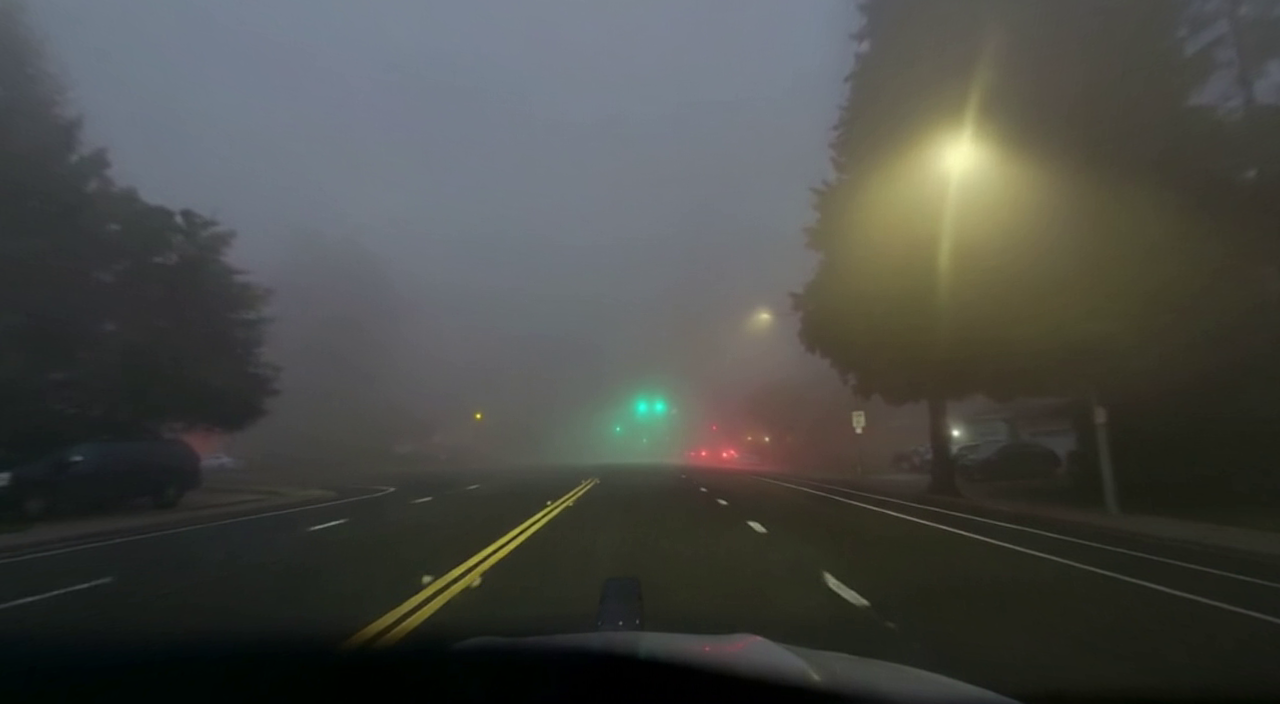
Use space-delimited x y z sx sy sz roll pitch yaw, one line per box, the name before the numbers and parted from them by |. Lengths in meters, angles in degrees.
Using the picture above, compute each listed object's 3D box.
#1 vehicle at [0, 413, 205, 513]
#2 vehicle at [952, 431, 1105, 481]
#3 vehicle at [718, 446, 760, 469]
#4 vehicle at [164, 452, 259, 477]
vehicle | -15.566 2.927 17.298 2.653 2.232 6.273 0 -8 2
vehicle | 15.576 4.151 25.525 4.739 1.667 1.998 -3 -7 0
vehicle | 7.116 7.620 45.757 1.951 1.528 4.366 1 -8 -6
vehicle | -27.244 7.127 40.255 4.600 1.468 1.869 0 -8 -3
